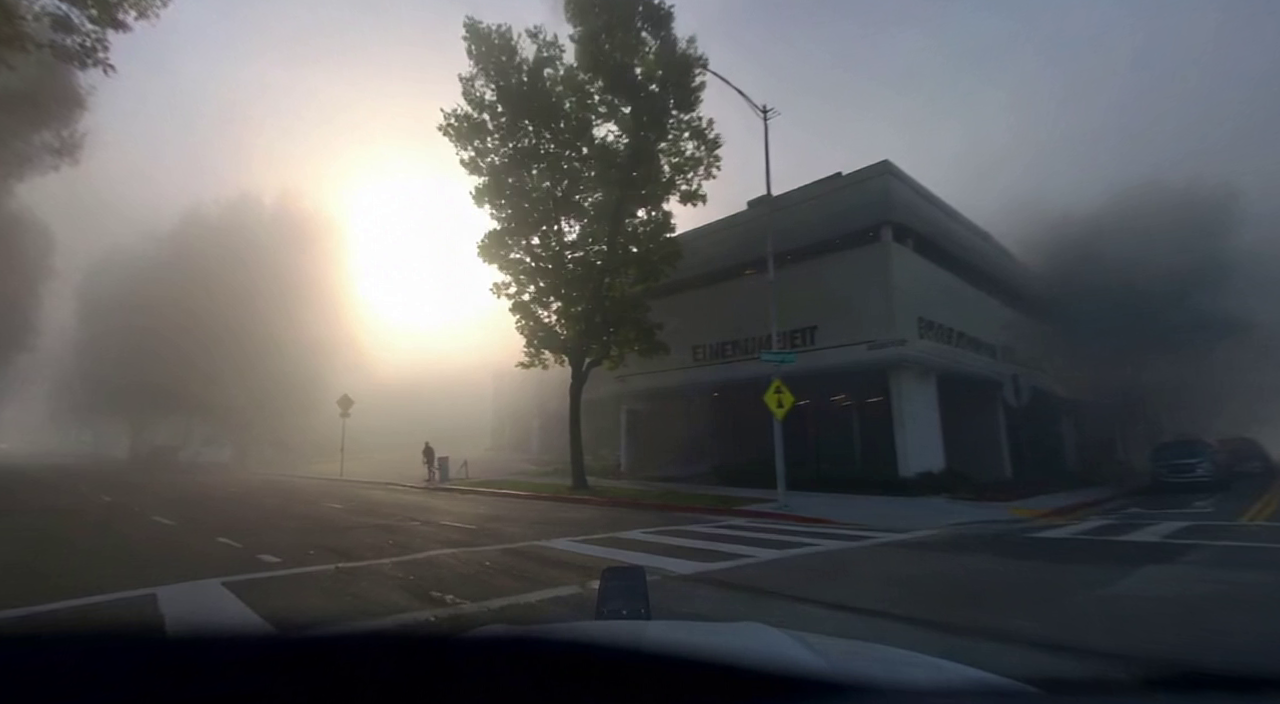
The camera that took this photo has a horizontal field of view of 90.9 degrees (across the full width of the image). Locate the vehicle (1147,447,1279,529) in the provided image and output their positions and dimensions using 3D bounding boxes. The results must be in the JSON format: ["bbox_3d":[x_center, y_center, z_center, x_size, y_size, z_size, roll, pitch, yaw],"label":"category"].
[{"bbox_3d":[13.167,2.839,13.843,4.949,1.475,2.182,7,-11,-41],"label":"vehicle"}]

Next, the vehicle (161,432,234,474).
[{"bbox_3d":[-29.153,6.604,41.450,6.178,2.509,2.596,-8,-12,43],"label":"vehicle"}]
